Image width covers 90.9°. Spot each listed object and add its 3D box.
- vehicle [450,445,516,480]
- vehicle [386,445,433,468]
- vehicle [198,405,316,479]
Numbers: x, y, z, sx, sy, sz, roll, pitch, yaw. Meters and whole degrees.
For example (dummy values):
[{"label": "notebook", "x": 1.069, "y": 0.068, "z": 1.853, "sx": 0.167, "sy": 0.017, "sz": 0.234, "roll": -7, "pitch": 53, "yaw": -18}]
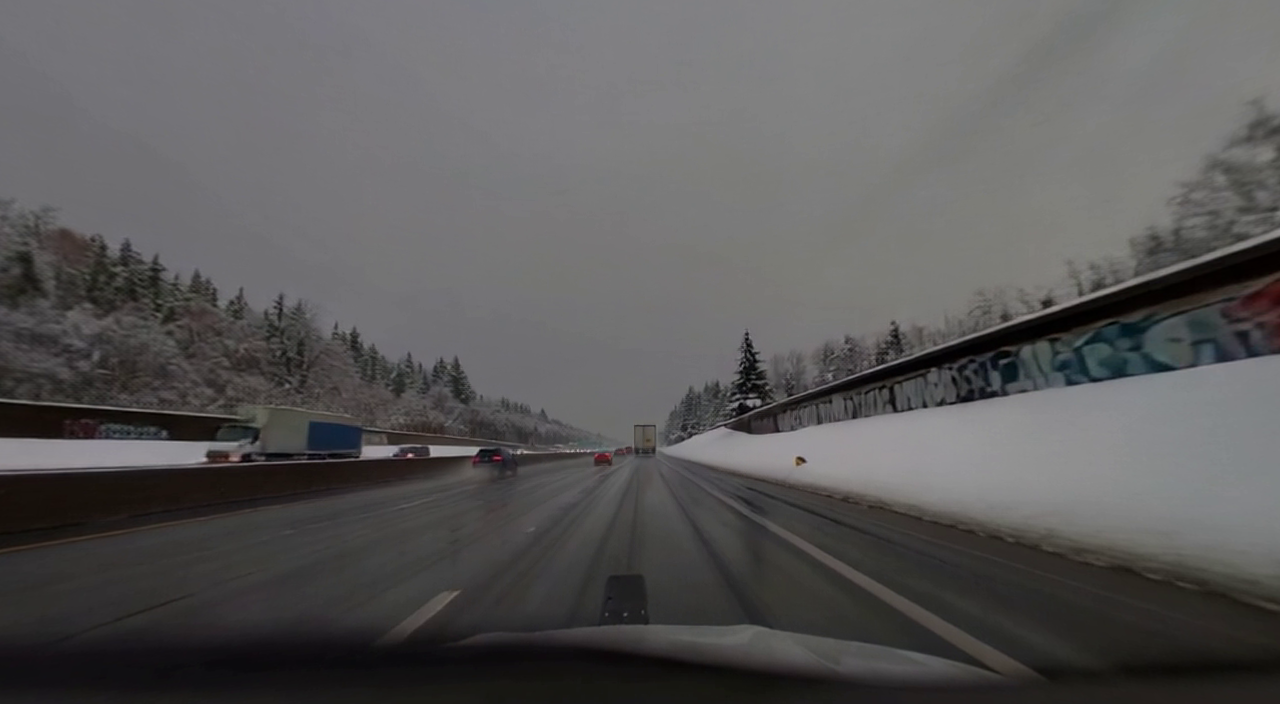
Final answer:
[{"label": "vehicle", "x": -6.746, "y": 4.778, "z": 27.391, "sx": 2.027, "sy": 1.431, "sz": 3.033, "roll": 0, "pitch": -9, "yaw": 0}, {"label": "vehicle", "x": -18.169, "y": 8.261, "z": 49.829, "sx": 1.989, "sy": 1.732, "sz": 4.444, "roll": 0, "pitch": -9, "yaw": 1}, {"label": "vehicle", "x": -22.090, "y": 5.296, "z": 36.833, "sx": 2.933, "sy": 3.916, "sz": 5.954, "roll": 0, "pitch": -9, "yaw": 0}]
